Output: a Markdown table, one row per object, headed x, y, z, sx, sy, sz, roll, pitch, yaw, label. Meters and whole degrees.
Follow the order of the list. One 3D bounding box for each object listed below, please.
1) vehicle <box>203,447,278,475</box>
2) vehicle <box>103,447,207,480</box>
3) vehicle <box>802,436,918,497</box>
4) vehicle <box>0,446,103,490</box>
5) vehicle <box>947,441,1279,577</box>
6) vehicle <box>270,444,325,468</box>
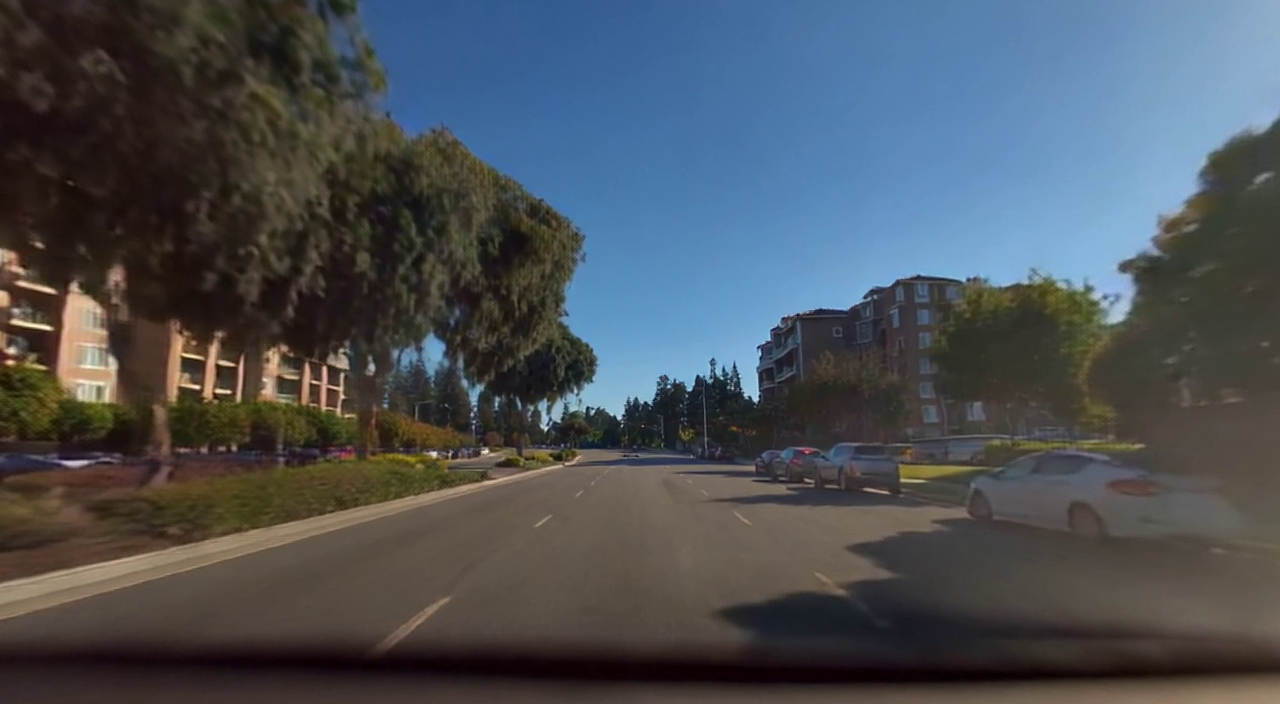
| x | y | z | sx | sy | sz | roll | pitch | yaw | label |
| --- | --- | --- | --- | --- | --- | --- | --- | --- | --- |
| -25.661 | 6.967 | 40.594 | 1.945 | 1.694 | 4.329 | 0 | -8 | 0 | vehicle |
| -25.861 | 5.935 | 33.798 | 1.996 | 1.650 | 4.382 | 0 | -8 | 2 | vehicle |
| 6.758 | 3.536 | 19.928 | 2.078 | 1.699 | 4.292 | 0 | -8 | -1 | vehicle |
| -25.897 | 4.964 | 27.279 | 1.730 | 1.734 | 4.001 | 0 | -8 | -2 | vehicle |
| 6.991 | 2.075 | 9.360 | 2.145 | 1.470 | 4.693 | 1 | -8 | -5 | vehicle |
| -25.792 | 7.814 | 47.529 | 1.781 | 1.666 | 4.238 | 0 | -8 | 0 | vehicle |
